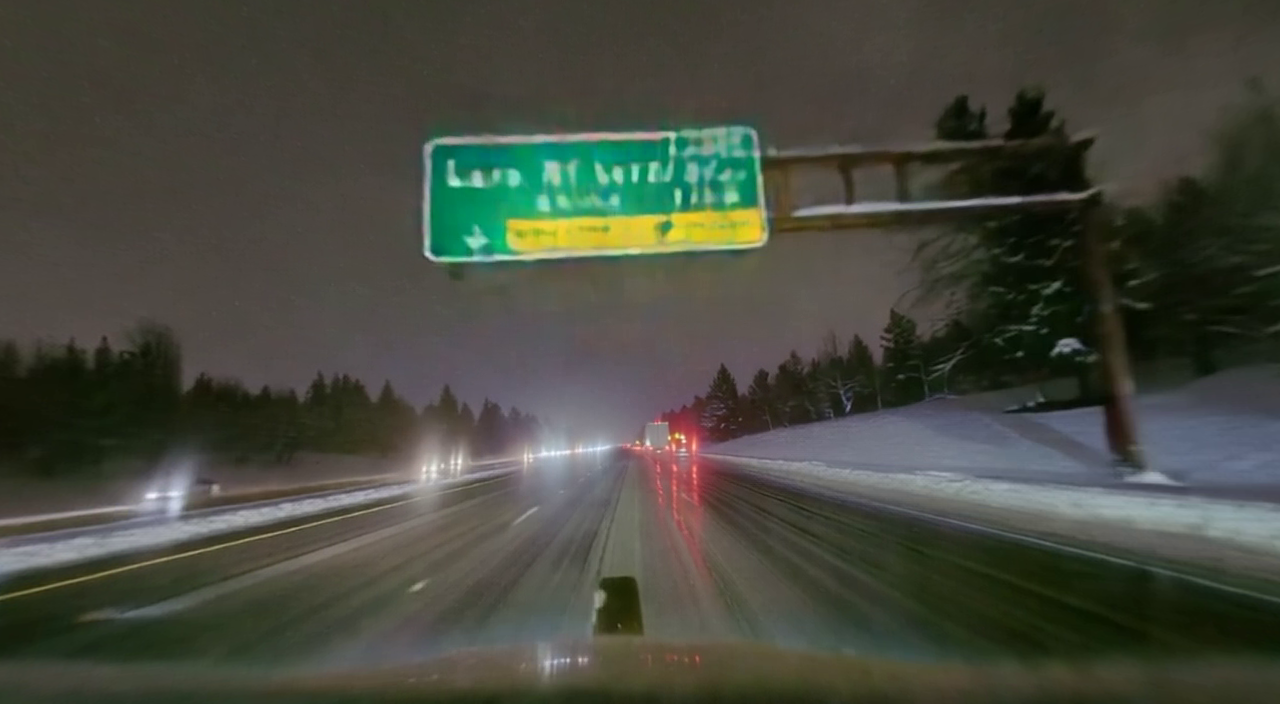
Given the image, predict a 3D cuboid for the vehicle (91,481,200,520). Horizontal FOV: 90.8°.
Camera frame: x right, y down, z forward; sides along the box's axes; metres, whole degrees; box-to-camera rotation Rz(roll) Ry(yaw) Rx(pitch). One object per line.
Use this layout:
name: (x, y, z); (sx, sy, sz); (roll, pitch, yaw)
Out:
vehicle: (-29.946, 8.993, 38.527); (2.269, 1.779, 5.254); (1, -8, 1)

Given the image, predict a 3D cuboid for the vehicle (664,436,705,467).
vehicle: (2.635, 6.103, 38.854); (2.065, 1.760, 4.488); (0, -8, -2)
